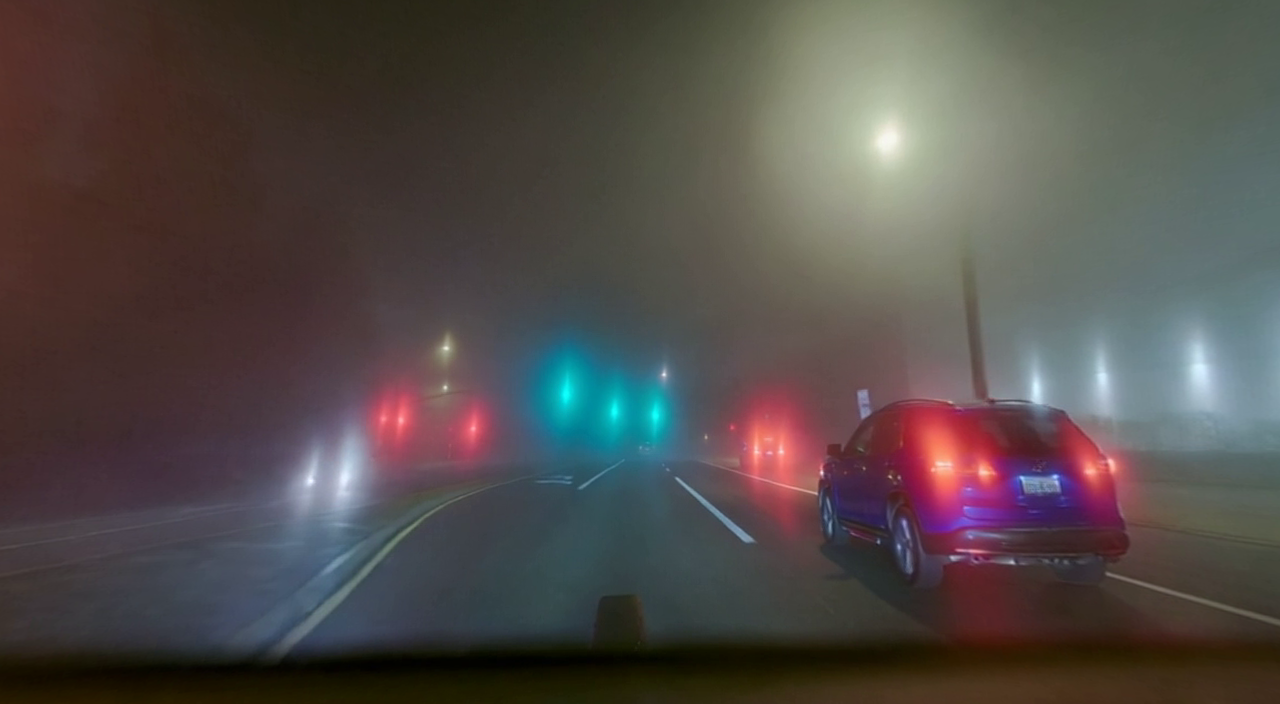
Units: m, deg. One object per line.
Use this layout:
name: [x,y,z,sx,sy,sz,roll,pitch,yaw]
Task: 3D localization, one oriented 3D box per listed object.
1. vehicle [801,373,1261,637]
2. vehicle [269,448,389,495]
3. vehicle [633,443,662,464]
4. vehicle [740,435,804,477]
vehicle: [3.345,1.392,6.719,2.033,1.865,4.360,0,-8,-1]
vehicle: [-11.264,4.317,23.267,1.955,1.507,4.750,0,-8,1]
vehicle: [0.625,7.789,48.527,2.131,1.474,4.146,0,-8,1]
vehicle: [6.204,4.951,30.282,2.085,1.828,5.383,0,-8,2]
